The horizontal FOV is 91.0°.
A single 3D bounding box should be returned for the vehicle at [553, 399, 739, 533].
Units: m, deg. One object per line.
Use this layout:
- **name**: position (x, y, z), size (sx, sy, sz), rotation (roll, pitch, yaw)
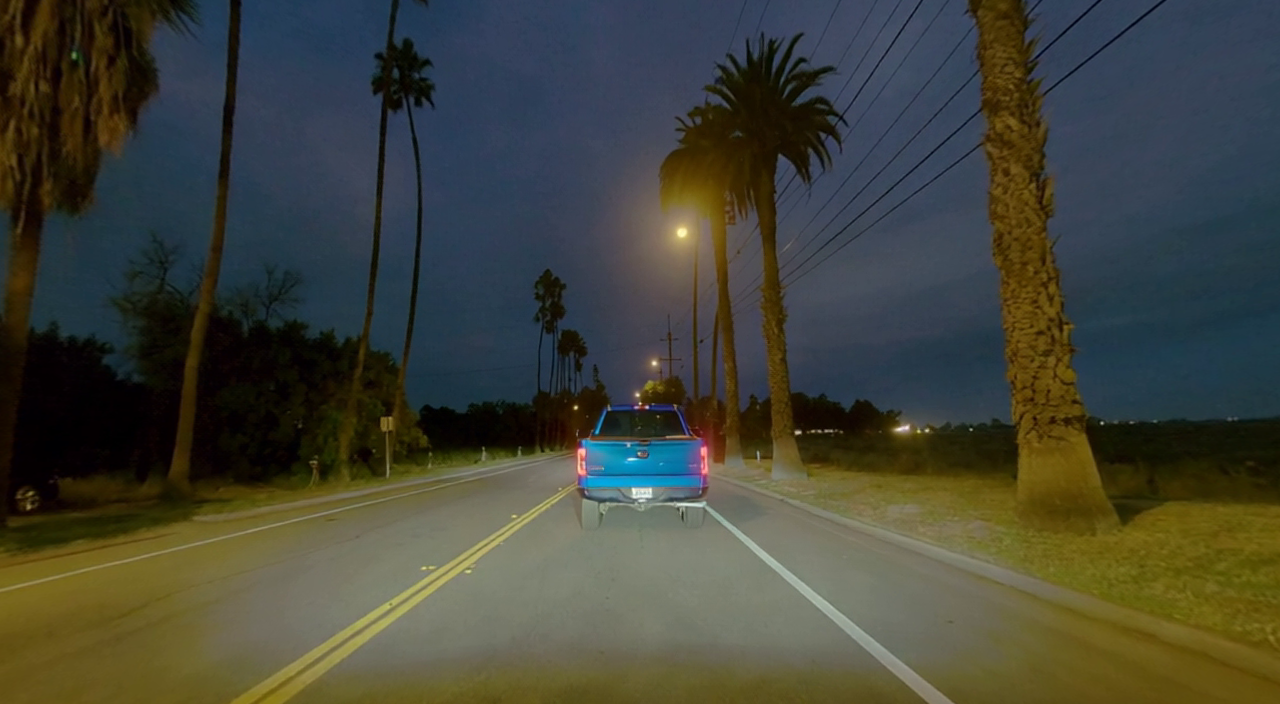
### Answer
- **vehicle**: position (0.047, 2.159, 12.501), size (2.803, 2.005, 5.885), rotation (0, -8, -1)
